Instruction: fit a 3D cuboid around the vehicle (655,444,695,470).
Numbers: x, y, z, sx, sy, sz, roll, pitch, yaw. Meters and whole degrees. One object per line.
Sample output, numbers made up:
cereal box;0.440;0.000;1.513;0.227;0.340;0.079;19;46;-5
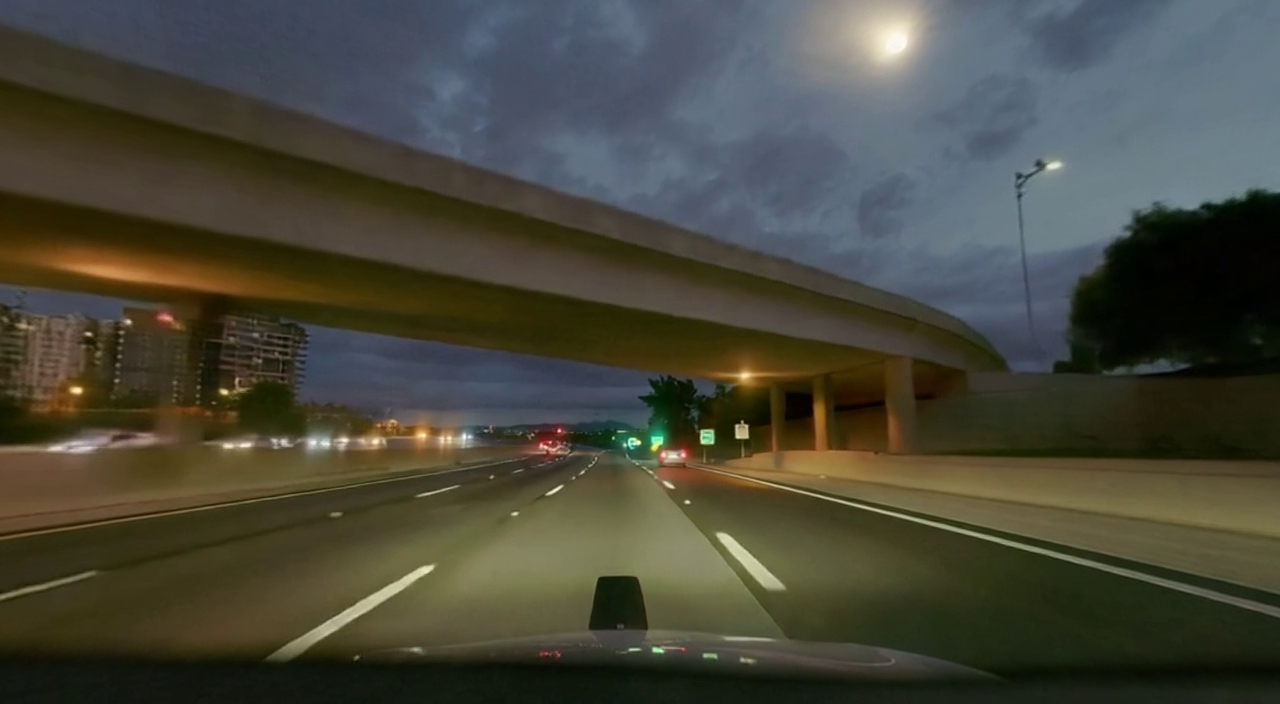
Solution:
vehicle;2.116;6.578;39.861;2.059;1.509;4.670;0;-8;-3

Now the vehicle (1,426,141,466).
vehicle;-30.222;5.058;33.869;2.190;1.941;5.839;0;-8;-2

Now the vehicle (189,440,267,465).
vehicle;-26.091;6.342;40.134;1.812;1.488;4.790;0;-8;-1
